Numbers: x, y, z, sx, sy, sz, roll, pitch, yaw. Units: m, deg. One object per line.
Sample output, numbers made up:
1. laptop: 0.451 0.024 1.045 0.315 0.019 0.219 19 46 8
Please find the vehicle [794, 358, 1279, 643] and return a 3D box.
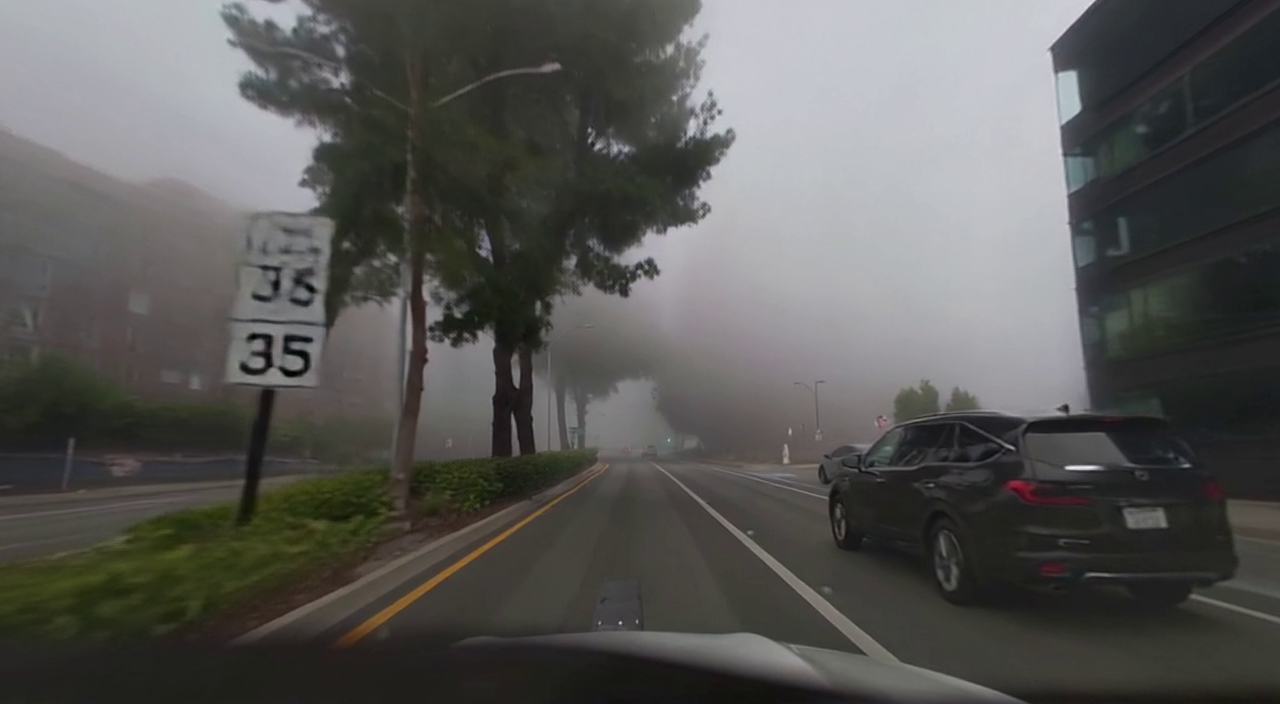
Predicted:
1. vehicle: 3.686 1.407 7.053 2.505 1.971 5.162 0 -9 -1
